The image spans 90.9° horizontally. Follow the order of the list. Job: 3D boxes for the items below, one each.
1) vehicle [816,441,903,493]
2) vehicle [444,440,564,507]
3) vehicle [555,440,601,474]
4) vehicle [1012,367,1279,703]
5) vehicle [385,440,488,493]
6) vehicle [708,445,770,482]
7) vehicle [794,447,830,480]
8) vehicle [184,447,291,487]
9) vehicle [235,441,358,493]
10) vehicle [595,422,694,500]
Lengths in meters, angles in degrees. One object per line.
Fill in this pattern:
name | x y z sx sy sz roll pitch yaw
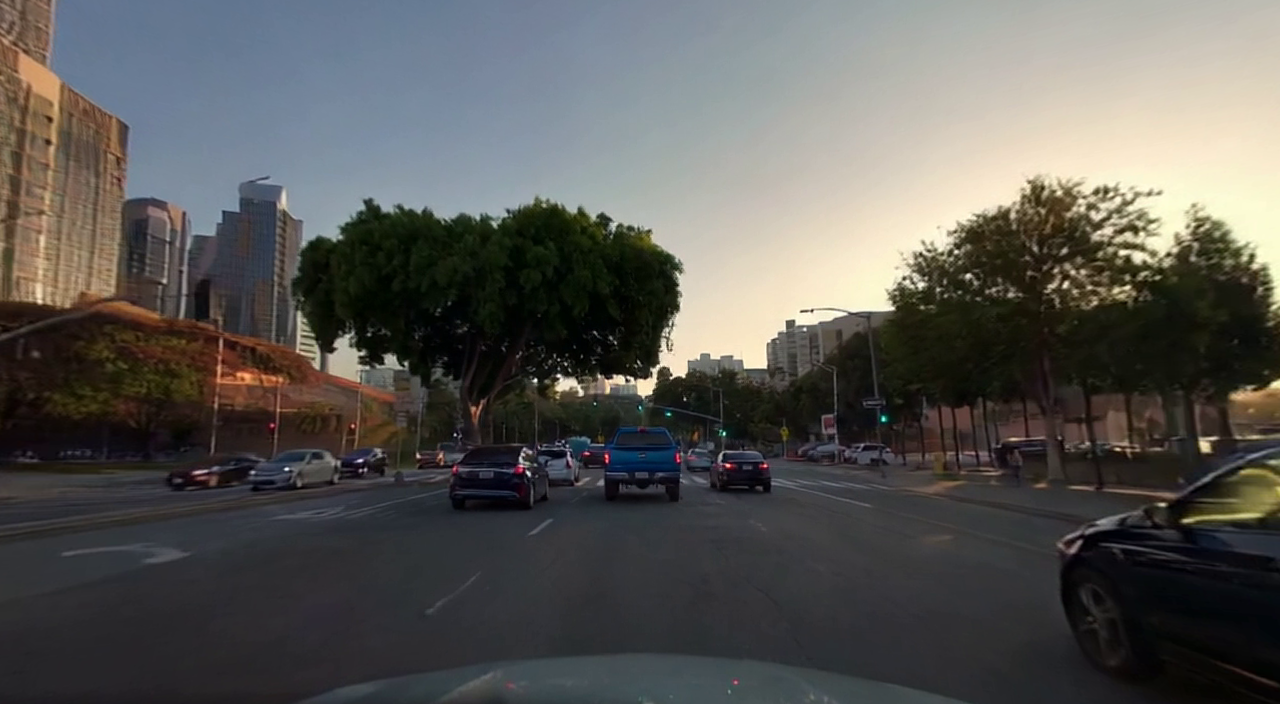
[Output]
vehicle | 8.851 4.626 25.854 2.126 1.820 4.521 2 -8 2
vehicle | -3.268 3.013 16.199 1.986 1.465 4.509 0 -8 1
vehicle | -3.321 5.693 34.492 2.018 1.700 4.142 0 -8 0
vehicle | 3.433 0.818 2.026 1.955 1.628 4.152 0 -8 1
vehicle | -6.625 3.748 21.076 1.907 1.541 4.364 0 -8 1
vehicle | 4.201 4.789 27.449 1.968 1.472 4.456 0 -8 0
vehicle | 10.140 6.508 37.157 1.944 1.718 4.122 -1 -8 15
vehicle | -18.527 5.273 29.300 2.025 1.625 4.527 0 -8 -1
vehicle | -12.239 4.091 22.867 2.054 1.662 4.384 0 -8 -1
vehicle | 0.095 3.112 18.419 2.493 1.934 4.957 0 -8 0
